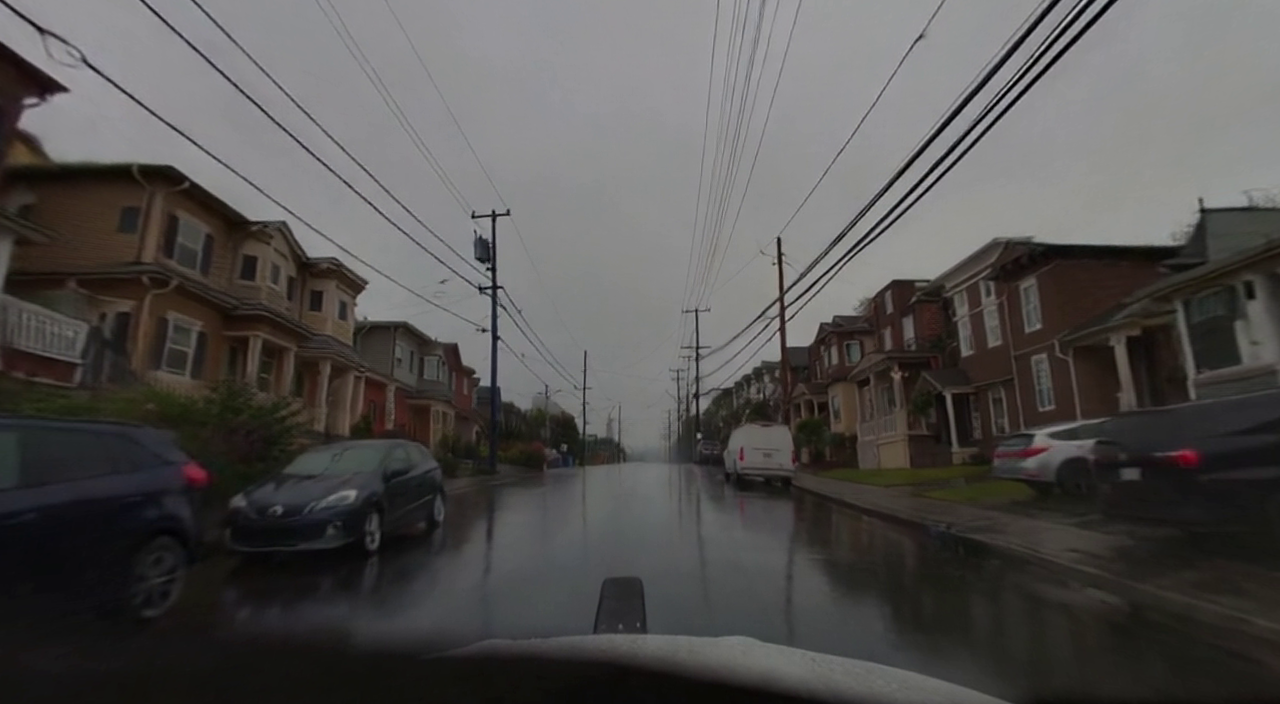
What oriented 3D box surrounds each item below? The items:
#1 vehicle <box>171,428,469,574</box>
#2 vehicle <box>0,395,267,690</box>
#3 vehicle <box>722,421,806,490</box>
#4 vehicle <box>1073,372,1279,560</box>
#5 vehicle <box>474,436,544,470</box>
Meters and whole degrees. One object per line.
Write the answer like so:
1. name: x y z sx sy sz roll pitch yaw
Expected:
1. vehicle: -4.118 1.900 9.201 1.960 1.507 4.542 -1 -6 0
2. vehicle: -4.636 1.106 4.033 1.967 1.656 3.924 3 -6 1
3. vehicle: 4.340 3.670 22.874 2.343 2.229 4.199 0 -8 3
4. vehicle: 8.681 1.030 7.273 5.615 1.787 2.014 -7 -10 3
5. vehicle: -7.908 6.112 38.384 3.684 1.628 1.792 4 -5 3
